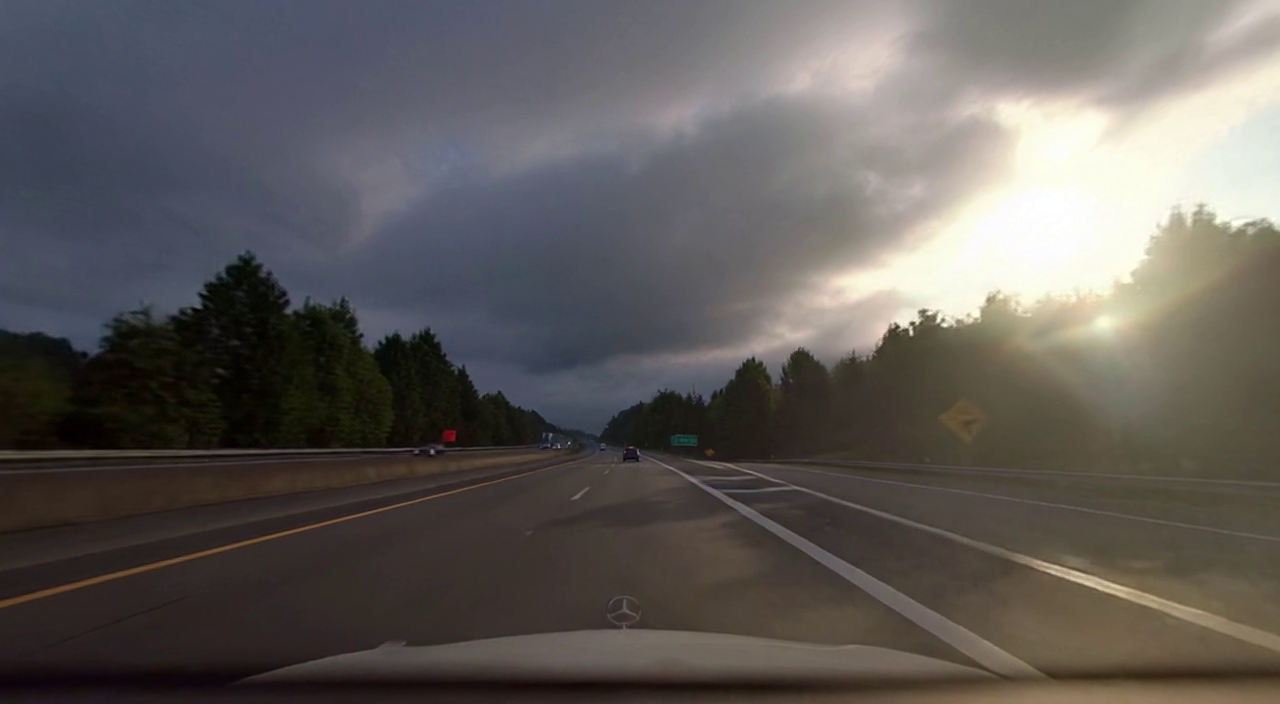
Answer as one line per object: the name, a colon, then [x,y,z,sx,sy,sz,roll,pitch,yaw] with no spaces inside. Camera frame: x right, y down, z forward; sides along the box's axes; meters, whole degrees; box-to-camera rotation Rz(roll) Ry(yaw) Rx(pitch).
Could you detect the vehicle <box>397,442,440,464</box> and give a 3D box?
vehicle: [-15.213,6.963,43.496,1.736,1.432,3.567,0,-9,-2]
